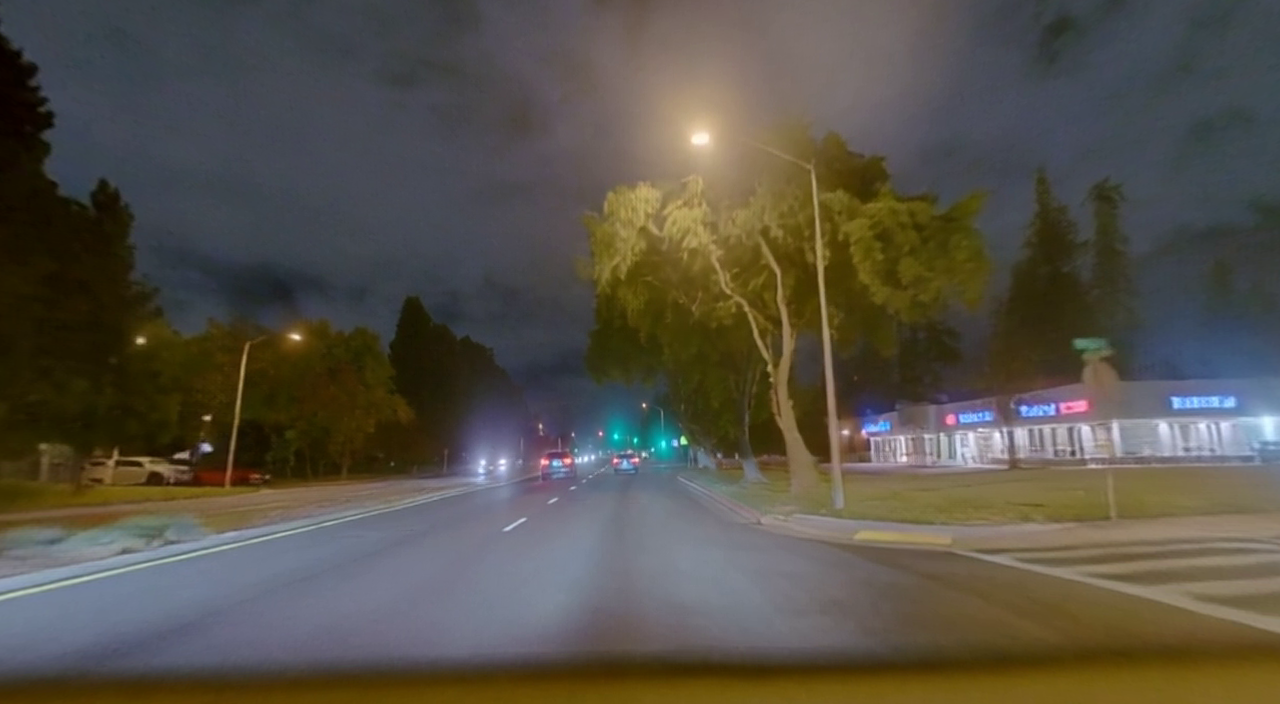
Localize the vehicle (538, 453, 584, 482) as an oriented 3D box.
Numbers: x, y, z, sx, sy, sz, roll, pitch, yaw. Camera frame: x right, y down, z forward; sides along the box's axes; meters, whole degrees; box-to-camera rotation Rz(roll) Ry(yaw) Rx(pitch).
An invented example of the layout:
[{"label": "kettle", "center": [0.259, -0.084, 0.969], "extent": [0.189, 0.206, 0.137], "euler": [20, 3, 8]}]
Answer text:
[{"label": "vehicle", "center": [-4.403, 6.499, 35.620], "extent": [2.083, 1.460, 4.527], "euler": [1, -9, -1]}]

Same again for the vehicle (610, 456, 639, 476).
[{"label": "vehicle", "center": [-1.196, 8.992, 49.942], "extent": [2.187, 1.478, 4.138], "euler": [1, -9, 0]}]

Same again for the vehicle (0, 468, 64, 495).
[{"label": "vehicle", "center": [-38.126, 7.860, 38.063], "extent": [4.495, 1.504, 2.023], "euler": [-2, -10, -2]}]

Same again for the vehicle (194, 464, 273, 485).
[{"label": "vehicle", "center": [-30.116, 9.087, 46.704], "extent": [4.605, 1.453, 1.809], "euler": [1, -10, 0]}]

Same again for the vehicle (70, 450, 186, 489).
[{"label": "vehicle", "center": [-30.836, 7.103, 38.052], "extent": [4.865, 2.217, 2.192], "euler": [1, -9, -3]}]
